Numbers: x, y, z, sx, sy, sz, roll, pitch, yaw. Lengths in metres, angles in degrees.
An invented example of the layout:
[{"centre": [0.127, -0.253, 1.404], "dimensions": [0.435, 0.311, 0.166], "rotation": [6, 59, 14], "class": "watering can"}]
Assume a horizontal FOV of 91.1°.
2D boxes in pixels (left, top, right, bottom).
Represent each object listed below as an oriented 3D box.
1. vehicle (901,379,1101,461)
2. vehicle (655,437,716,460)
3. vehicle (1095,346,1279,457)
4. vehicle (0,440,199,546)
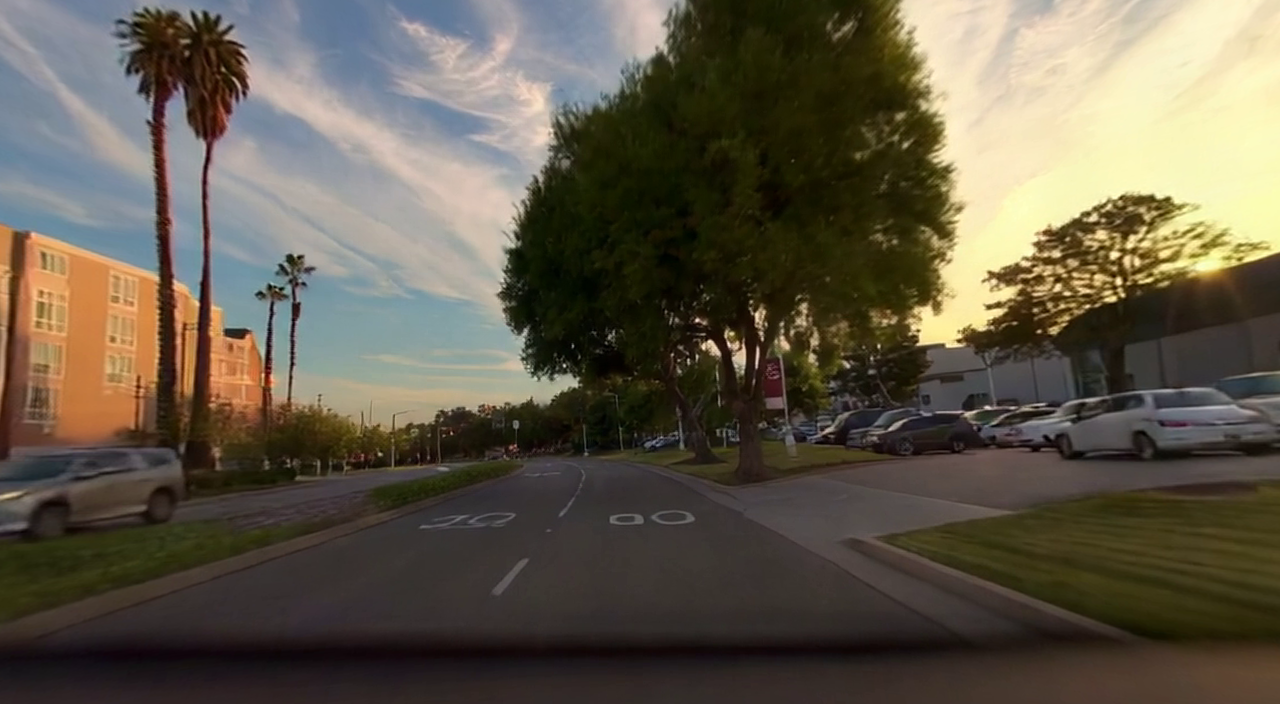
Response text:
[{"centre": [11.486, 2.263, 20.315], "dimensions": [4.873, 1.955, 2.245], "rotation": [-6, -11, -1], "class": "vehicle"}, {"centre": [3.436, 7.207, 47.017], "dimensions": [4.248, 1.663, 2.180], "rotation": [8, -11, -43], "class": "vehicle"}, {"centre": [10.610, 0.876, 10.418], "dimensions": [4.423, 1.662, 2.097], "rotation": [0, -8, 1], "class": "vehicle"}, {"centre": [-12.977, 3.026, 14.308], "dimensions": [2.239, 1.955, 5.017], "rotation": [0, -8, -1], "class": "vehicle"}]
